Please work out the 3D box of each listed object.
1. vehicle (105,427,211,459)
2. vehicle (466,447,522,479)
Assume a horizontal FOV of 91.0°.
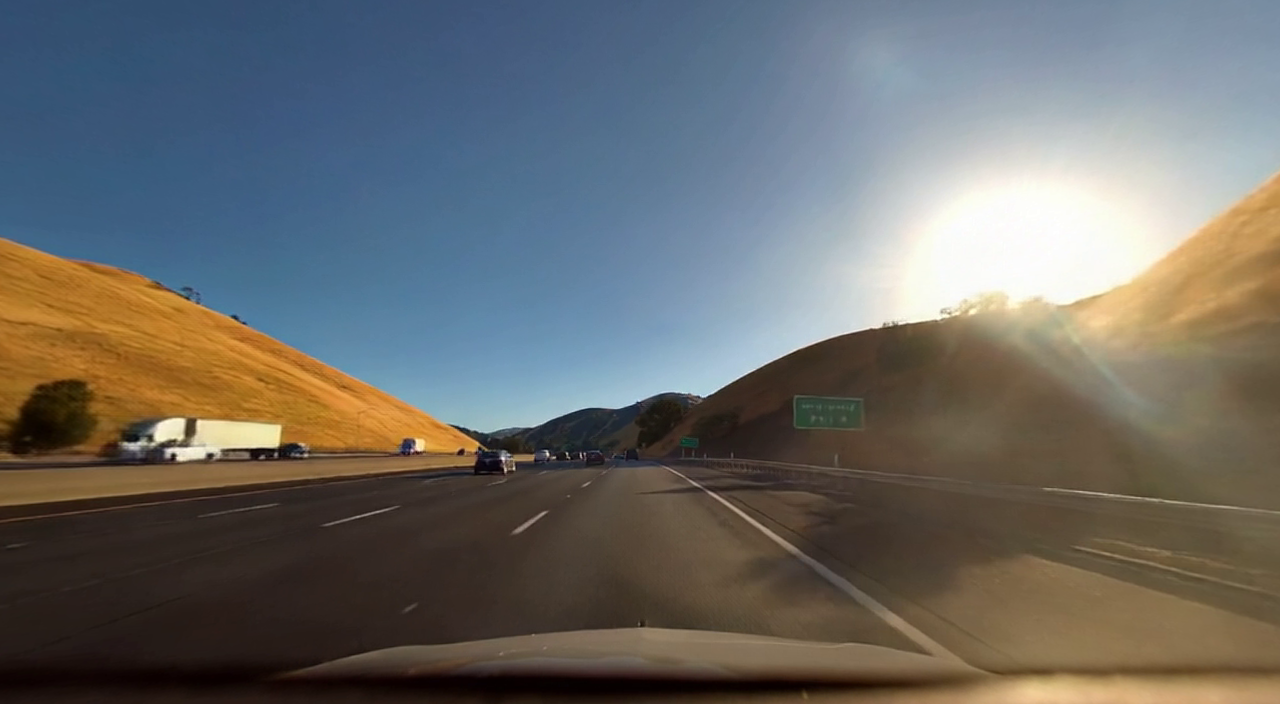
[{"bbox_3d":[-32.587,6.204,42.905,2.403,1.999,6.275,0,-9,-2],"label":"vehicle"},{"bbox_3d":[-7.858,5.983,34.308,2.045,1.624,4.338,0,-9,-1],"label":"vehicle"}]
